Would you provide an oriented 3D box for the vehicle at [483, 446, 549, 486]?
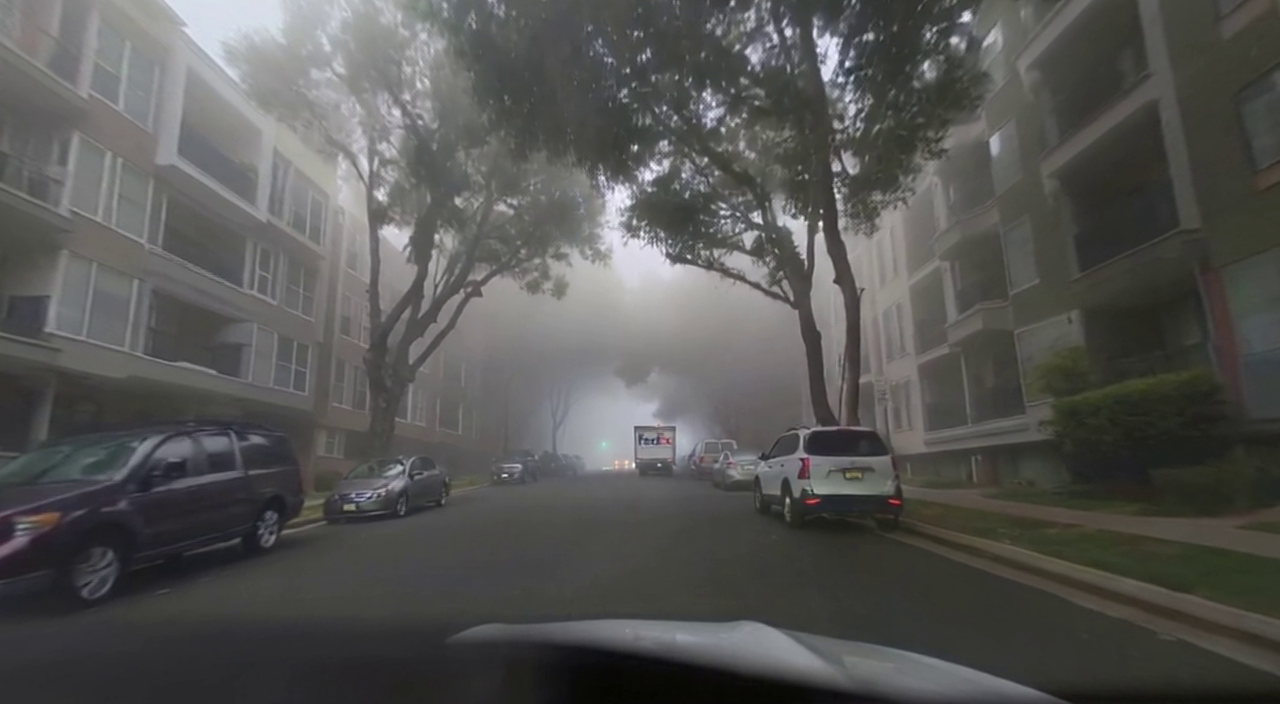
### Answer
[{"bbox_3d":[-5.737,5.303,29.759,2.089,1.757,4.256,0,-9,2],"label":"vehicle"}]

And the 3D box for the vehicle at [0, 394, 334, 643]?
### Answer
[{"bbox_3d":[-5.701,1.618,7.212,2.098,1.894,4.616,0,-9,0],"label":"vehicle"}]

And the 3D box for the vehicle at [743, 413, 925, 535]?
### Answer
[{"bbox_3d":[3.597,2.351,12.709,2.099,2.018,4.087,0,-9,-4],"label":"vehicle"}]

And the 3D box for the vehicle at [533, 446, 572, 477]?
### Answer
[{"bbox_3d":[-5.599,7.062,40.991,2.020,1.867,4.654,0,-9,-1],"label":"vehicle"}]

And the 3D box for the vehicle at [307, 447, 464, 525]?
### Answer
[{"bbox_3d":[-5.776,3.046,15.020,1.888,1.546,4.306,0,-9,1],"label":"vehicle"}]

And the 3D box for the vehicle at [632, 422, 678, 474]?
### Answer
[{"bbox_3d":[0.875,6.729,44.504,2.930,3.275,8.180,0,-9,-1],"label":"vehicle"}]
